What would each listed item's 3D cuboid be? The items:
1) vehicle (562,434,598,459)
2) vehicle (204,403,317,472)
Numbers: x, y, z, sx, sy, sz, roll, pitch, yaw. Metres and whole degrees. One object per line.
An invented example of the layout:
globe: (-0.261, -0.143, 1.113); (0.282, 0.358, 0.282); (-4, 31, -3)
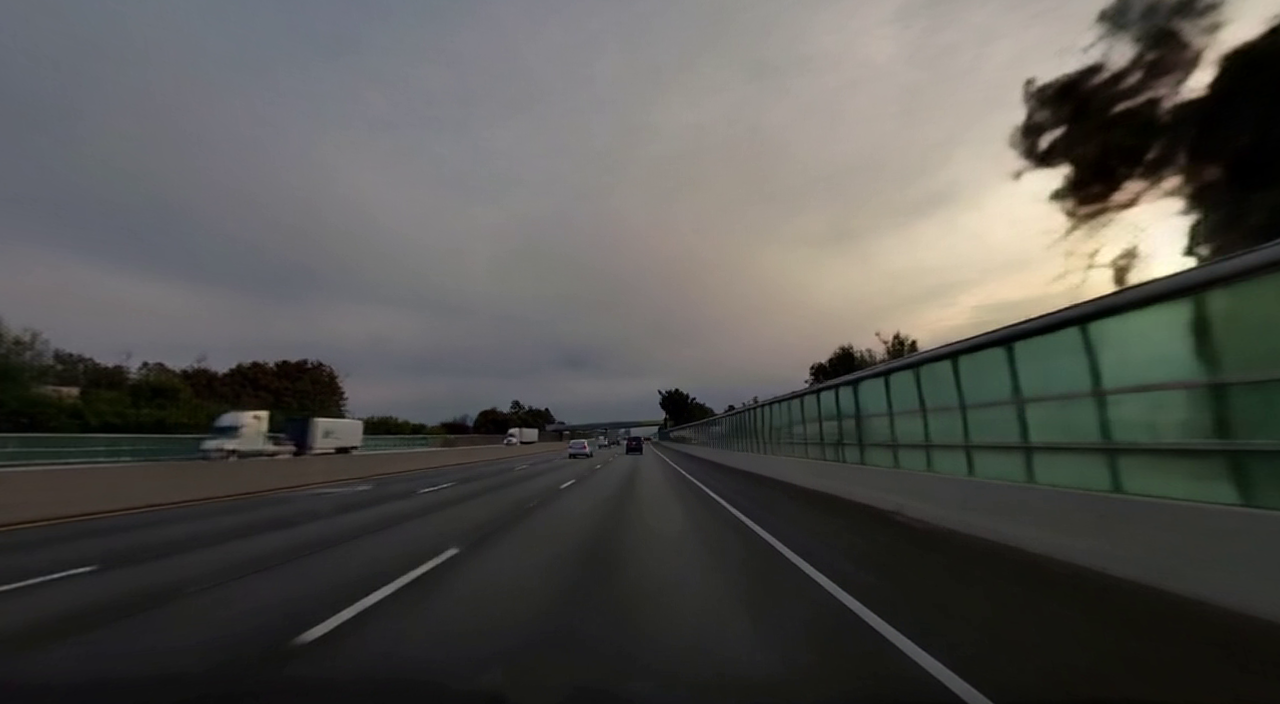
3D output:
vehicle: (-4.168, 6.612, 43.963); (2.063, 1.598, 4.189); (0, -8, 0)
vehicle: (-24.850, 5.735, 41.591); (3.405, 4.202, 6.331); (0, -9, -1)
